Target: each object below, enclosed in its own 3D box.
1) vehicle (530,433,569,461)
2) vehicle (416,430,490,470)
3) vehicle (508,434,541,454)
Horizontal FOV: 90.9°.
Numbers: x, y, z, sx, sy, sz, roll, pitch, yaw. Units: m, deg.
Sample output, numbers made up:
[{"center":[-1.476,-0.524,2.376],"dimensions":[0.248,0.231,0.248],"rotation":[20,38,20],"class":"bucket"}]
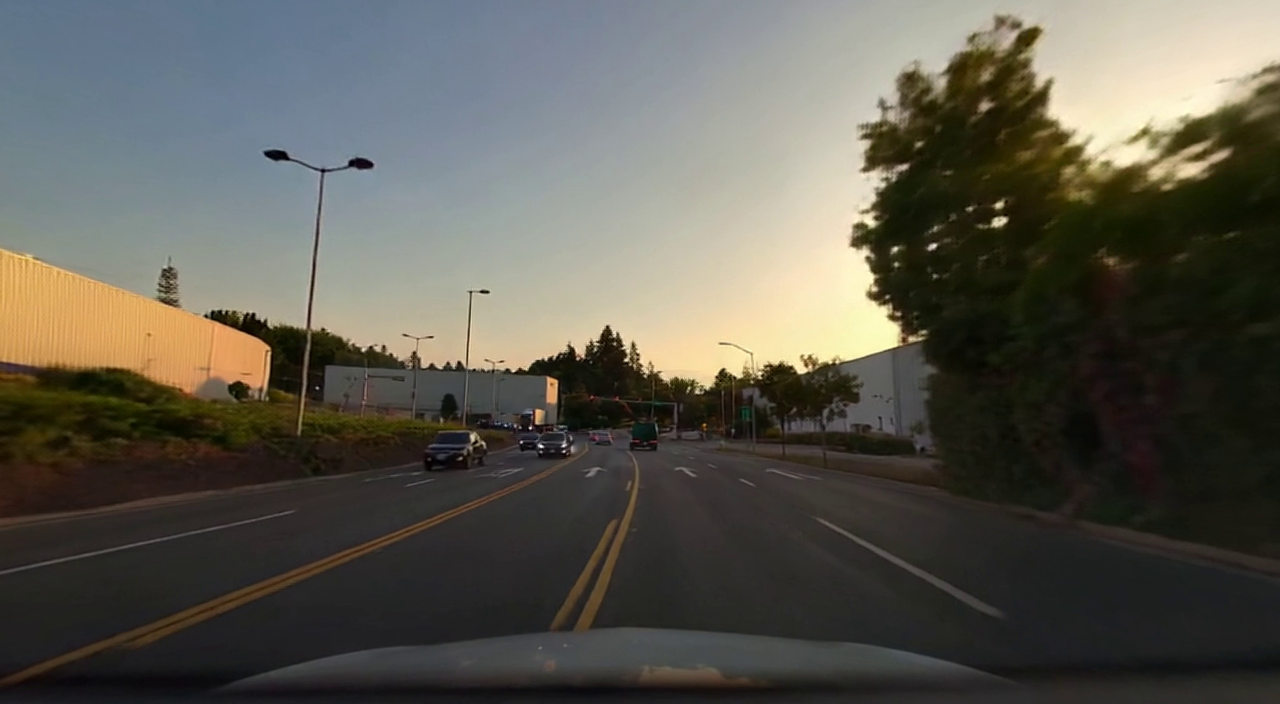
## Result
[{"center":[-5.129,5.400,36.002],"dimensions":[1.727,1.519,3.805],"rotation":[0,-8,-1],"class":"vehicle"},{"center":[-7.828,4.121,26.748],"dimensions":[1.957,1.588,3.965],"rotation":[0,-8,-1],"class":"vehicle"},{"center":[-8.889,7.135,48.868],"dimensions":[1.922,1.489,3.939],"rotation":[0,-8,-2],"class":"vehicle"}]
